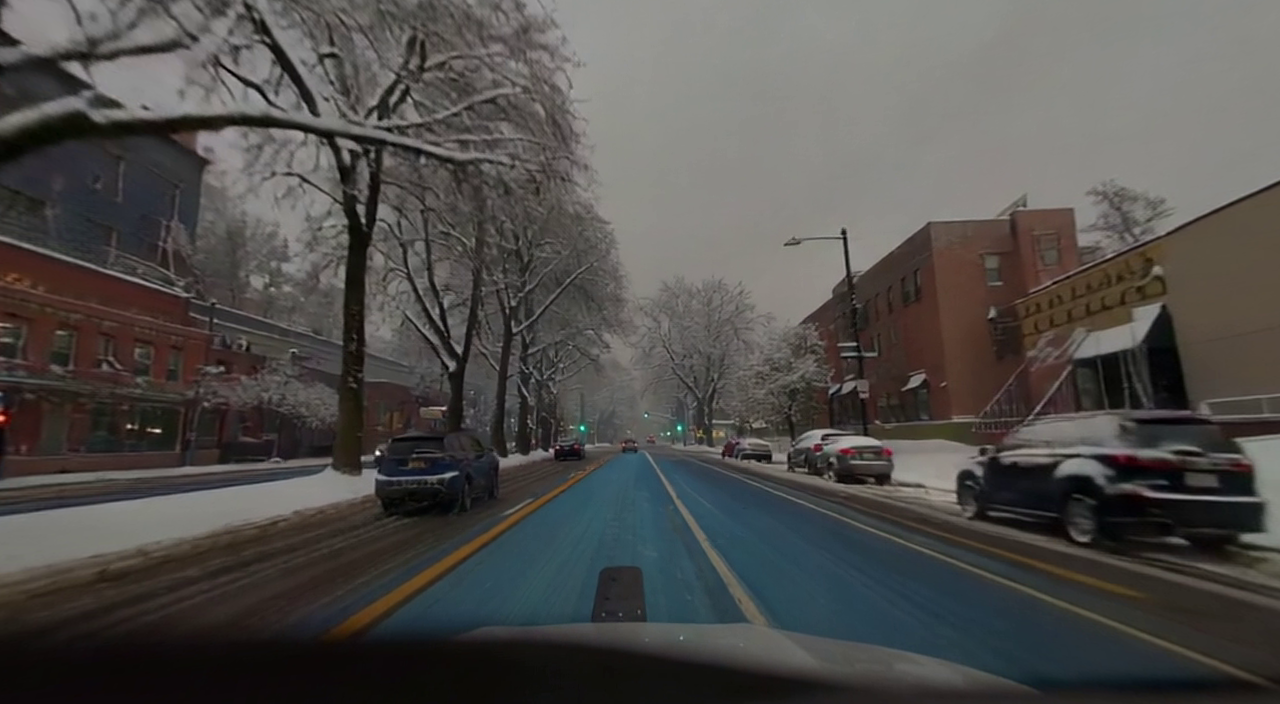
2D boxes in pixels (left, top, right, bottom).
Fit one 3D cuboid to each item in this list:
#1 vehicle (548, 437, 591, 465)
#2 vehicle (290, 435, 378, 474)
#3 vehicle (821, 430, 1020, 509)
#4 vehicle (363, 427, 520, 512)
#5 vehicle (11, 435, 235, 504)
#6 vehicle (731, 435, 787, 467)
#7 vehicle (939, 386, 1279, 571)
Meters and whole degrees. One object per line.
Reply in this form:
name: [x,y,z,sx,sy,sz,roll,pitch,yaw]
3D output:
vehicle: [-3.968,5.677,36.439,1.934,1.522,4.287,0,-8,1]
vehicle: [-15.481,5.170,32.266,2.056,1.817,4.771,0,-8,1]
vehicle: [5.980,2.560,14.369,2.156,1.454,5.044,0,-8,-1]
vehicle: [-4.032,2.455,13.753,1.995,1.524,4.438,0,-8,0]
vehicle: [-12.638,2.861,15.945,1.808,1.479,4.499,0,-8,0]
vehicle: [6.021,5.077,32.594,1.886,1.530,4.636,0,-8,-1]
vehicle: [6.116,1.562,8.507,1.945,1.829,4.305,0,-8,-1]
